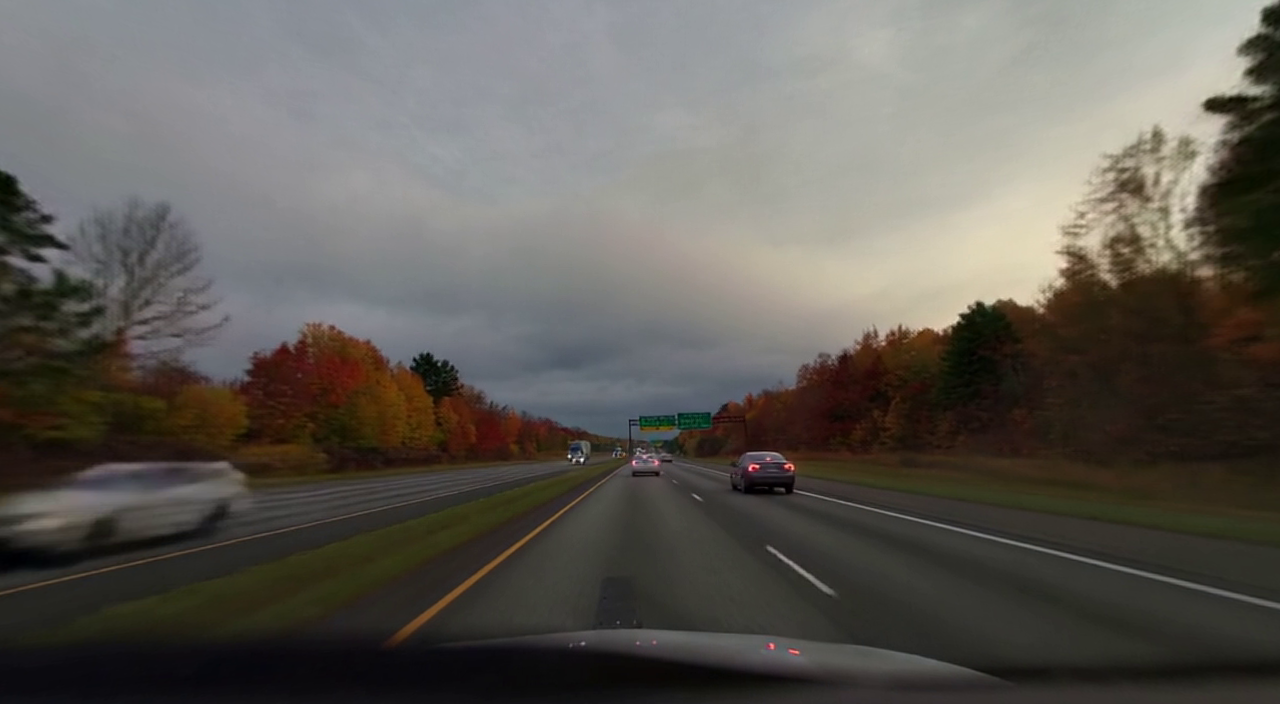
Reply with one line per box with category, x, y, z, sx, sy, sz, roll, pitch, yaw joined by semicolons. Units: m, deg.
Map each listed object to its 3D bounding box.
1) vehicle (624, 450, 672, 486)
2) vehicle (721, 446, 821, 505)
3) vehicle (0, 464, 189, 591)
vehicle;0.364;5.380;29.495;2.070;1.546;4.648;0;-9;1
vehicle;3.845;3.696;19.176;2.119;1.557;4.163;0;-9;-1
vehicle;-8.867;2.365;8.728;1.839;1.487;4.458;0;-9;0
